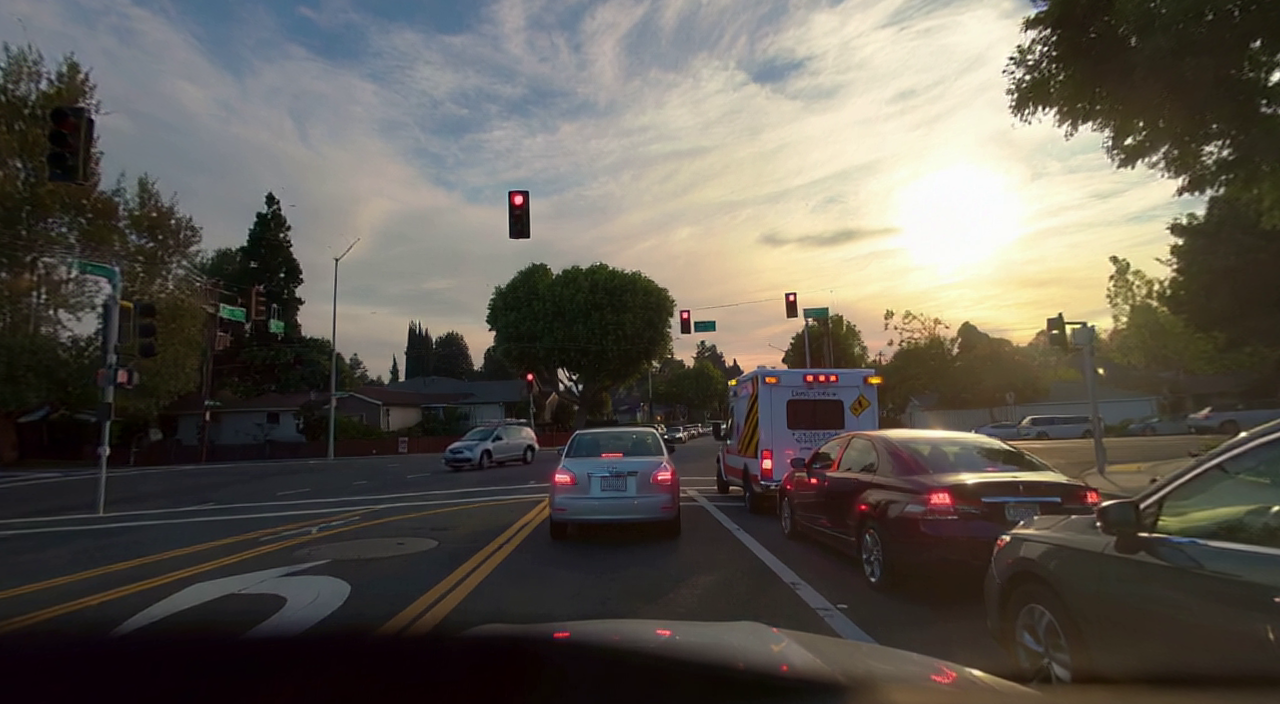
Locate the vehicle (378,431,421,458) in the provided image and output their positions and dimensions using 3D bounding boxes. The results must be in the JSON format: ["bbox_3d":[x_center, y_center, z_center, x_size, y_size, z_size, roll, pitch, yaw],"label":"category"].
[{"bbox_3d":[-17.754,6.872,46.868,2.246,1.880,4.454,1,-8,-12],"label":"vehicle"}]

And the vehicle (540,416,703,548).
[{"bbox_3d":[-0.274,1.973,10.189,2.114,1.707,3.725,0,-8,-1],"label":"vehicle"}]

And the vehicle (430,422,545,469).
[{"bbox_3d":[-6.959,4.392,29.700,2.349,1.988,5.813,-4,-9,21],"label":"vehicle"}]

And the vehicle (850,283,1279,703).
[{"bbox_3d":[2.844,0.896,2.865,2.194,1.820,4.652,0,-8,0],"label":"vehicle"}]

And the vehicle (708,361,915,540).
[{"bbox_3d":[2.882,1.879,12.376,2.406,2.687,5.521,0,-8,-1],"label":"vehicle"}]
